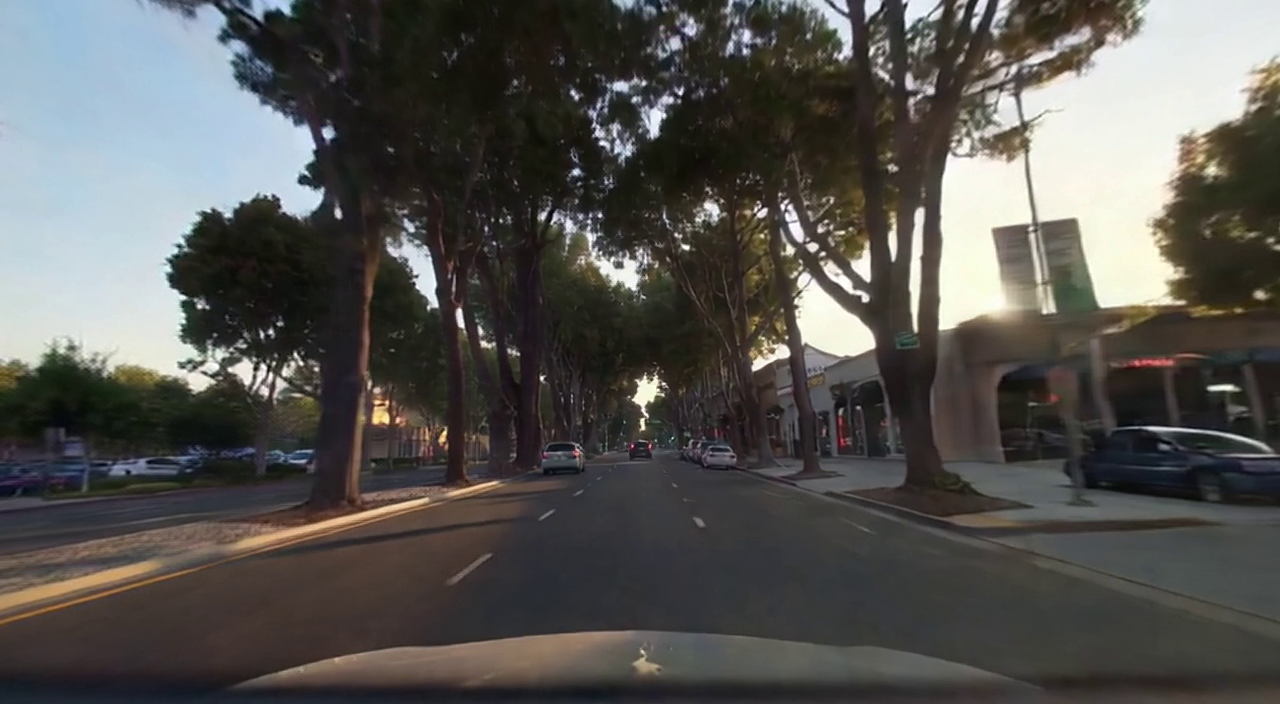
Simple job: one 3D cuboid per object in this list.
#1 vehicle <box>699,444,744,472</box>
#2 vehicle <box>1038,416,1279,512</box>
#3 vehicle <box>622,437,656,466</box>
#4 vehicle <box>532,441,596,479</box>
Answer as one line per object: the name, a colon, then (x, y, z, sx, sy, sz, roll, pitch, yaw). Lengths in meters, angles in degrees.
vehicle: (4.494, 5.887, 35.346, 1.896, 1.451, 4.329, 0, -8, 0)
vehicle: (10.134, 2.081, 12.159, 1.998, 1.494, 4.411, 0, -8, -1)
vehicle: (-0.084, 6.492, 41.138, 2.075, 1.770, 4.018, 0, -8, 0)
vehicle: (-3.227, 4.683, 27.637, 2.151, 1.484, 4.468, 0, -8, 1)
